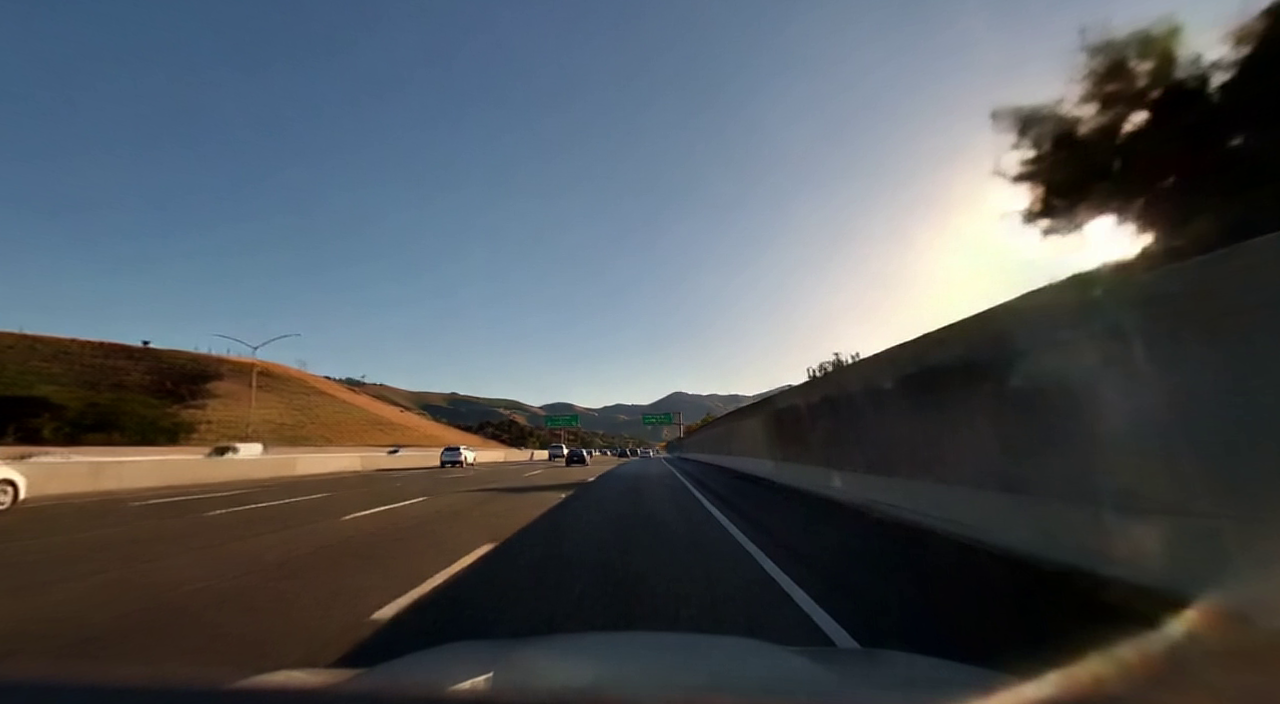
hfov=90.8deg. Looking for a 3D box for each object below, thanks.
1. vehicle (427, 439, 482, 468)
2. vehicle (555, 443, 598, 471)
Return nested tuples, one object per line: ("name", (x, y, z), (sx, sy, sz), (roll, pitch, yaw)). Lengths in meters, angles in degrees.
("vehicle", (-12.316, 6.763, 42.274), (2.076, 1.766, 4.831), (0, -8, 2))
("vehicle", (-3.561, 5.970, 36.102), (1.931, 1.492, 4.076), (0, -8, 1))
